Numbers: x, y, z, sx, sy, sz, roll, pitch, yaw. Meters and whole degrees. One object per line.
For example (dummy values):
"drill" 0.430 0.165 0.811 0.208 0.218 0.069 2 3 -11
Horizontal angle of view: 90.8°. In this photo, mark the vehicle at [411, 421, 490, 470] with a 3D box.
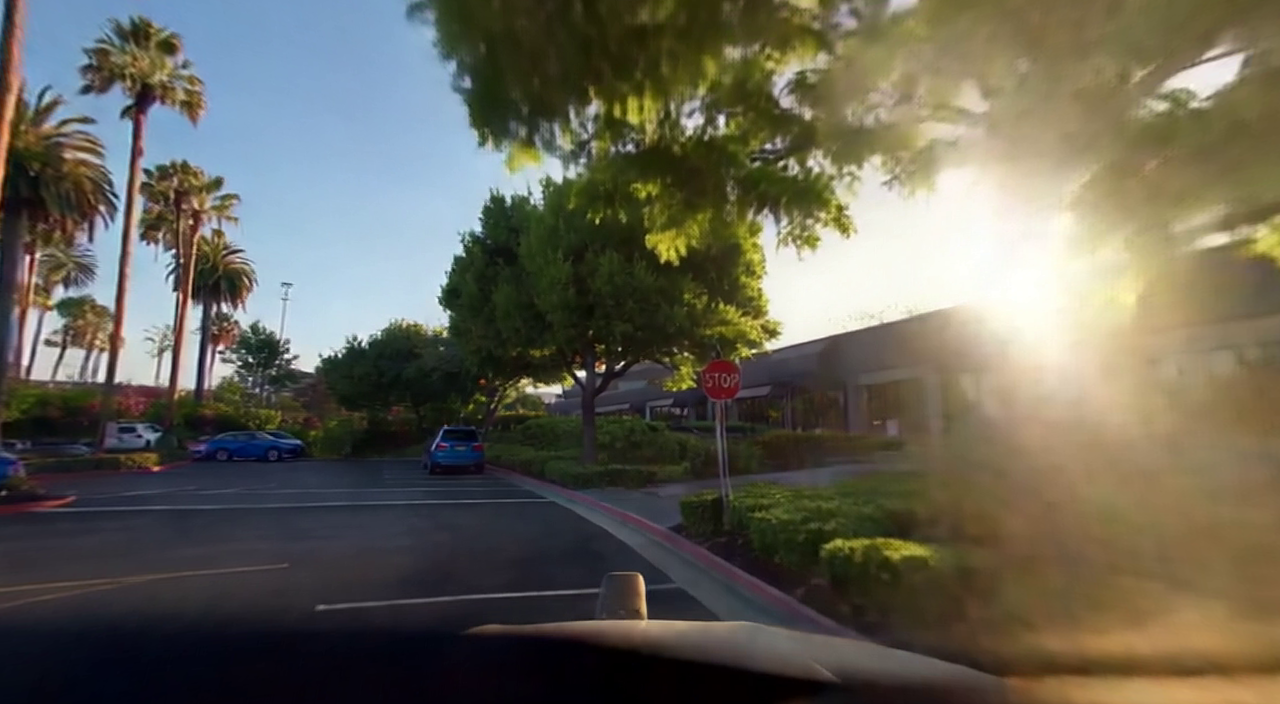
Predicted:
"vehicle" -7.415 3.623 24.446 2.071 1.700 4.367 4 -10 -27

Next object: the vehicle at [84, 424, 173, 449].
"vehicle" -34.443 5.734 42.644 4.457 1.552 1.748 7 -11 -39
